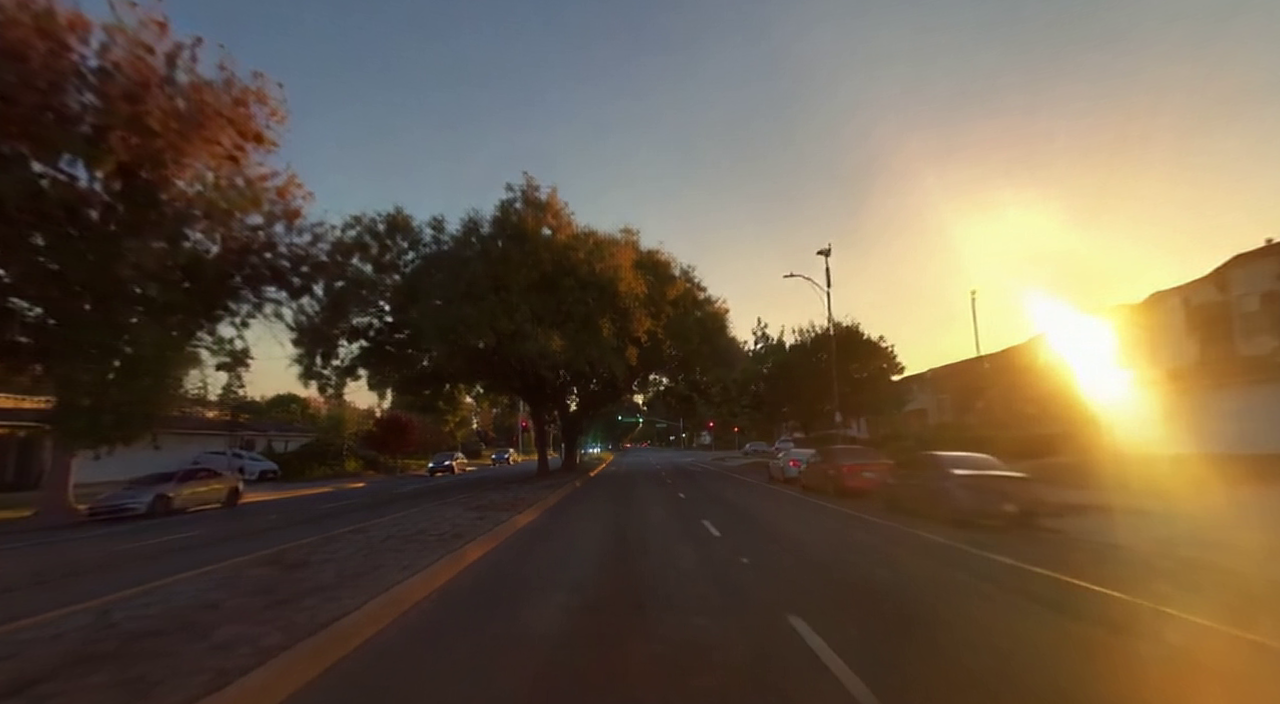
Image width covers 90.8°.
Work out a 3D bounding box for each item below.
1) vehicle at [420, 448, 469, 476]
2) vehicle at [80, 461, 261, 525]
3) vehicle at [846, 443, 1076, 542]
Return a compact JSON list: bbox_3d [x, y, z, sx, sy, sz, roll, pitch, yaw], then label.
[{"bbox_3d":[-13.035,7.371,42.458,1.916,1.754,4.337,0,-8,-1],"label":"vehicle"},{"bbox_3d":[-12.817,3.824,17.669,1.812,1.454,4.351,0,-8,-2],"label":"vehicle"},{"bbox_3d":[5.565,2.447,11.757,1.875,1.466,4.355,0,-9,-2],"label":"vehicle"}]
